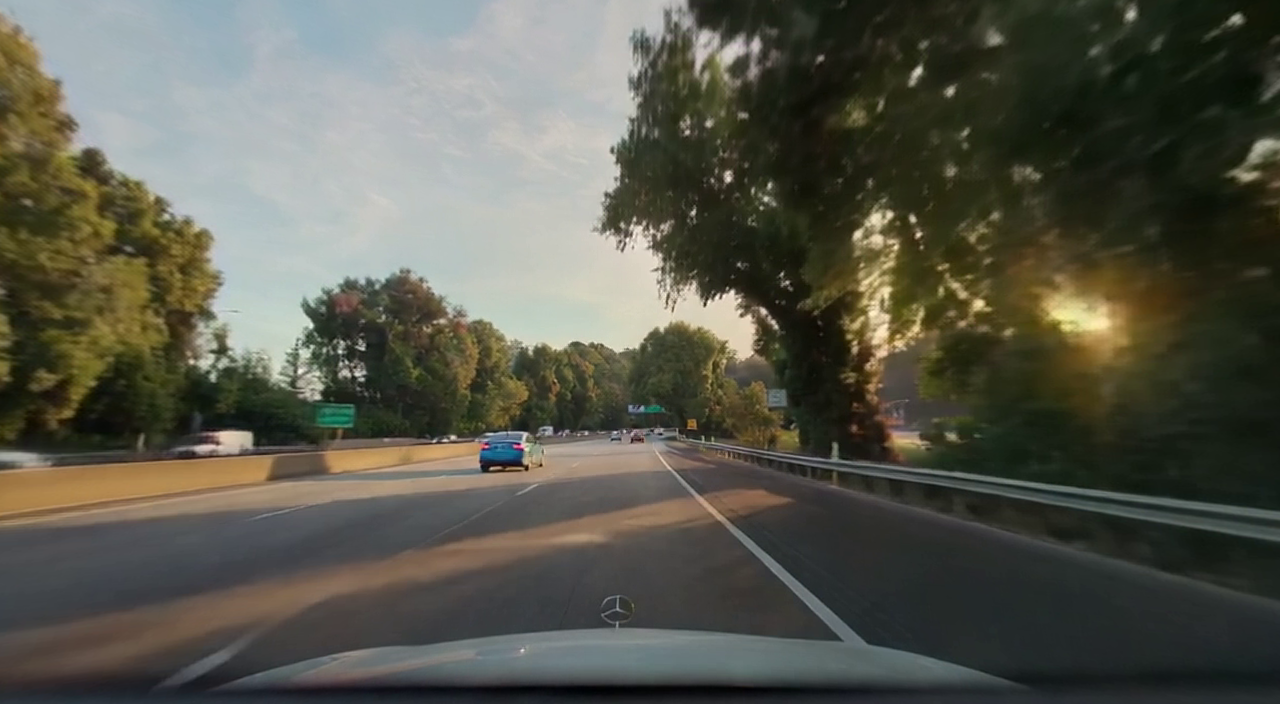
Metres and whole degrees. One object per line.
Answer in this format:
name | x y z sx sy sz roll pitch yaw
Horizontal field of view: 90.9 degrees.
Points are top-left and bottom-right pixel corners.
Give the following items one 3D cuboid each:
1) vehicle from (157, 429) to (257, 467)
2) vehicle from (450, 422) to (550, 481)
vehicle | -24.077 5.349 35.308 2.063 1.952 4.896 0 -8 1
vehicle | -4.222 3.061 19.779 2.052 1.626 4.514 0 -8 0
